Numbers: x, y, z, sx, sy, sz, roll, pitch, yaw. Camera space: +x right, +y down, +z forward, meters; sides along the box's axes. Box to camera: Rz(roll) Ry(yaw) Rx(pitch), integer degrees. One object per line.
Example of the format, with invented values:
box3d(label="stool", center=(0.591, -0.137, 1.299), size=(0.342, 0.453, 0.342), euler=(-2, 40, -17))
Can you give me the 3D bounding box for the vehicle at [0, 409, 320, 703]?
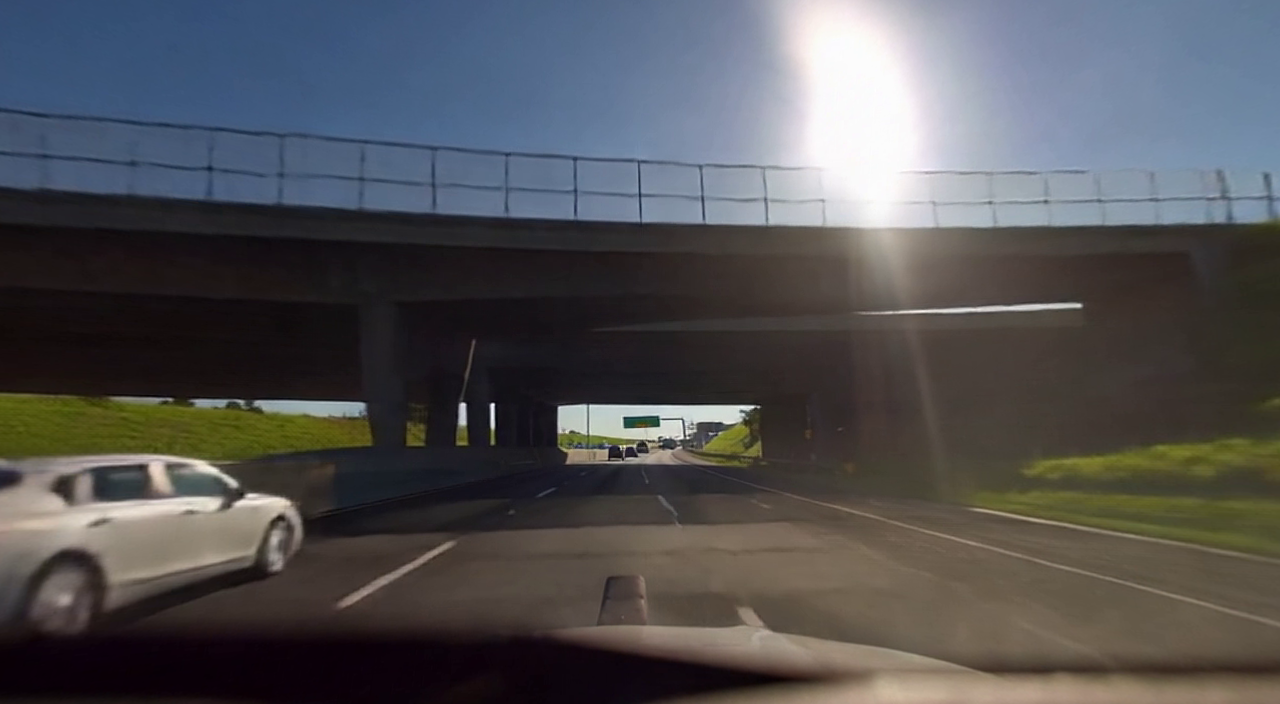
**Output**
box3d(label="vehicle", center=(-4.377, 1.268, 4.529), size=(2.055, 1.535, 4.073), euler=(0, -9, -1))
